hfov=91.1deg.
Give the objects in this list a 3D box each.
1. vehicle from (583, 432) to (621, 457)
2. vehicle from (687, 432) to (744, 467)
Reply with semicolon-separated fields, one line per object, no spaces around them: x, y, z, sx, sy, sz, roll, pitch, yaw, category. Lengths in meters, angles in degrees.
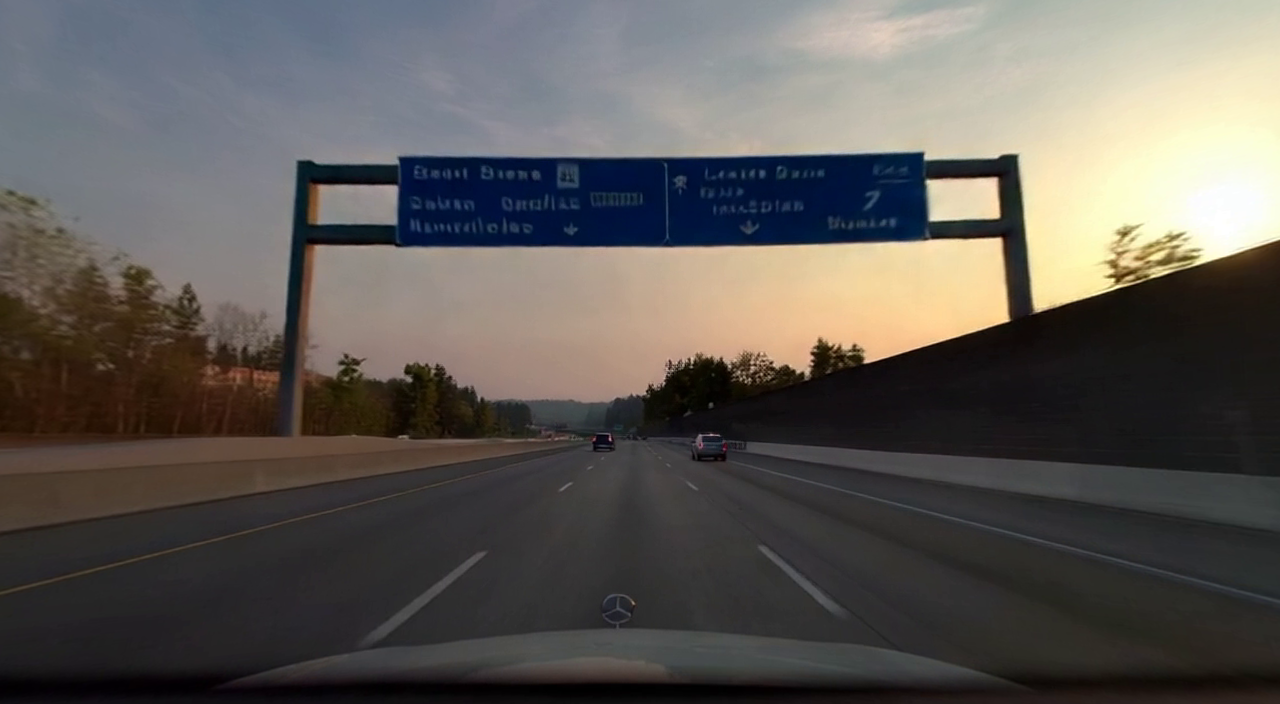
-2.527;6.262;42.739;2.219;1.660;4.153;0;-8;1;vehicle
3.510;4.638;30.234;2.077;1.523;4.539;0;-8;-2;vehicle
